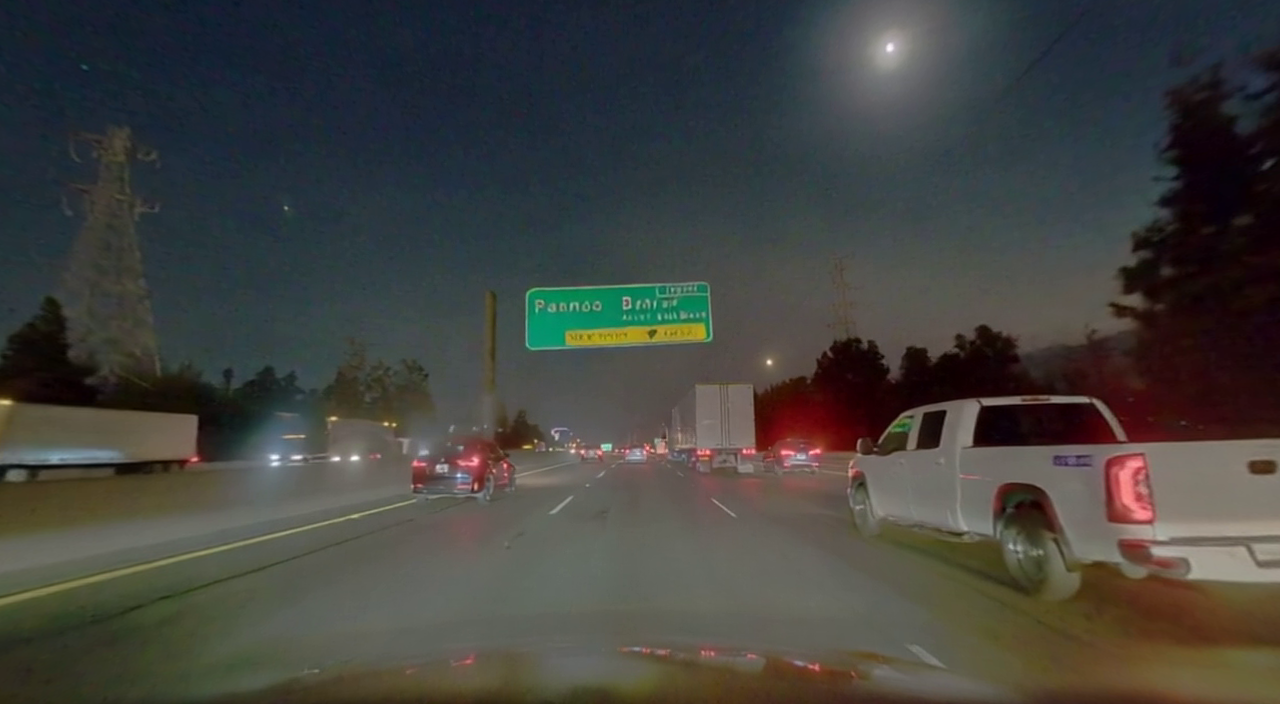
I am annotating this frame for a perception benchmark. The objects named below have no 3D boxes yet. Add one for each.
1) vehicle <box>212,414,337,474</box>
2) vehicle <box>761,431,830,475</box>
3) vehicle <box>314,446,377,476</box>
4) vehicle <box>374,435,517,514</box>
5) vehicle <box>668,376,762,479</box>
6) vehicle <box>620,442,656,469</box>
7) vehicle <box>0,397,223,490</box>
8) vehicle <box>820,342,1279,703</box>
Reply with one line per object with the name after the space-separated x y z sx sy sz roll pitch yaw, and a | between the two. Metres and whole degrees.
-22.380 5.726 39.166 3.028 3.310 7.561 0 -8 1 | vehicle
7.402 4.869 30.514 2.079 1.938 4.630 0 -8 -1 | vehicle
-14.927 5.513 32.068 1.519 1.378 3.435 -1 -8 0 | vehicle
-4.187 2.686 14.287 1.968 1.507 3.829 0 -8 1 | vehicle
3.358 4.200 33.351 2.907 4.109 16.177 0 -8 0 | vehicle
-0.106 6.148 37.497 2.047 1.485 3.938 0 -8 1 | vehicle
-28.975 4.825 33.745 3.049 3.899 16.316 0 -8 -3 | vehicle
3.496 1.236 5.765 2.132 1.869 4.978 0 -8 -1 | vehicle
